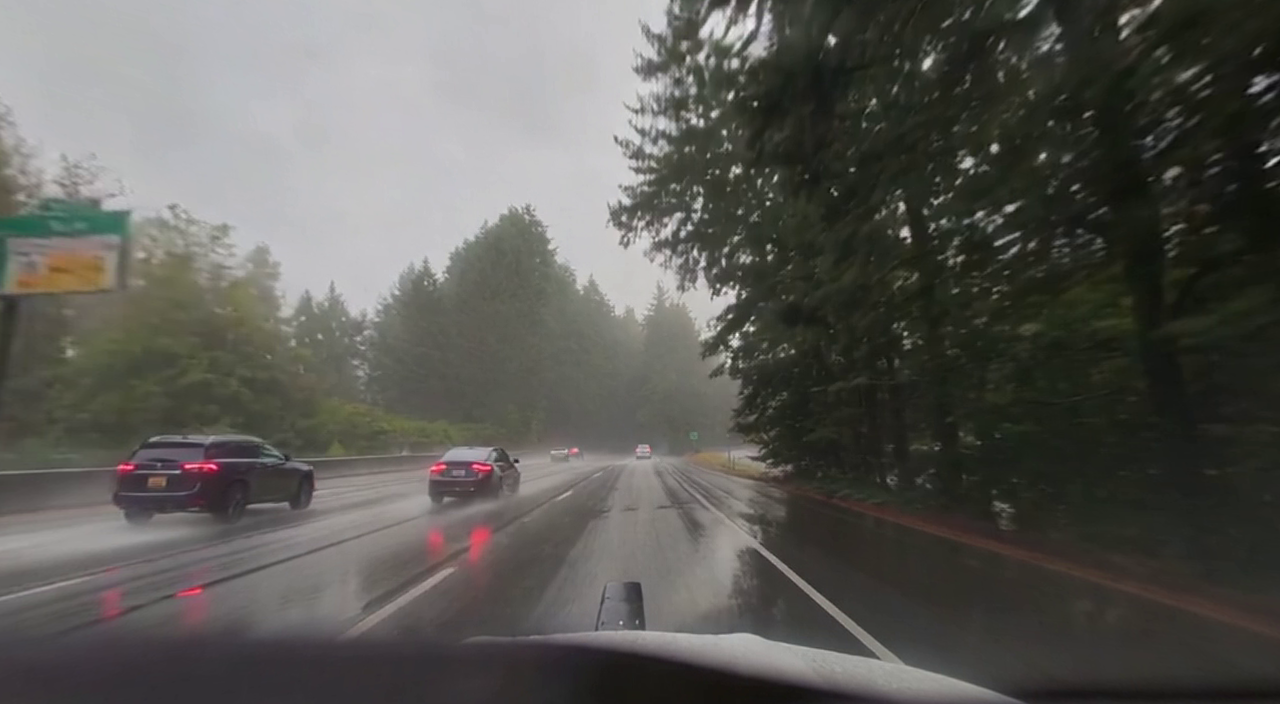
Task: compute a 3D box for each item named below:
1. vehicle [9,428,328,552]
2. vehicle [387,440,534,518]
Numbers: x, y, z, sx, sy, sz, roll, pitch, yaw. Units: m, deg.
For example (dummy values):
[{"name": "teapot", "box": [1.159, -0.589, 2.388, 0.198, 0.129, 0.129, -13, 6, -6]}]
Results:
[{"name": "vehicle", "box": [-7.269, 2.139, 10.427, 2.007, 1.616, 4.141, 0, -9, 1]}, {"name": "vehicle", "box": [-4.072, 2.957, 15.246, 2.104, 1.558, 4.639, 0, -9, 1]}]
